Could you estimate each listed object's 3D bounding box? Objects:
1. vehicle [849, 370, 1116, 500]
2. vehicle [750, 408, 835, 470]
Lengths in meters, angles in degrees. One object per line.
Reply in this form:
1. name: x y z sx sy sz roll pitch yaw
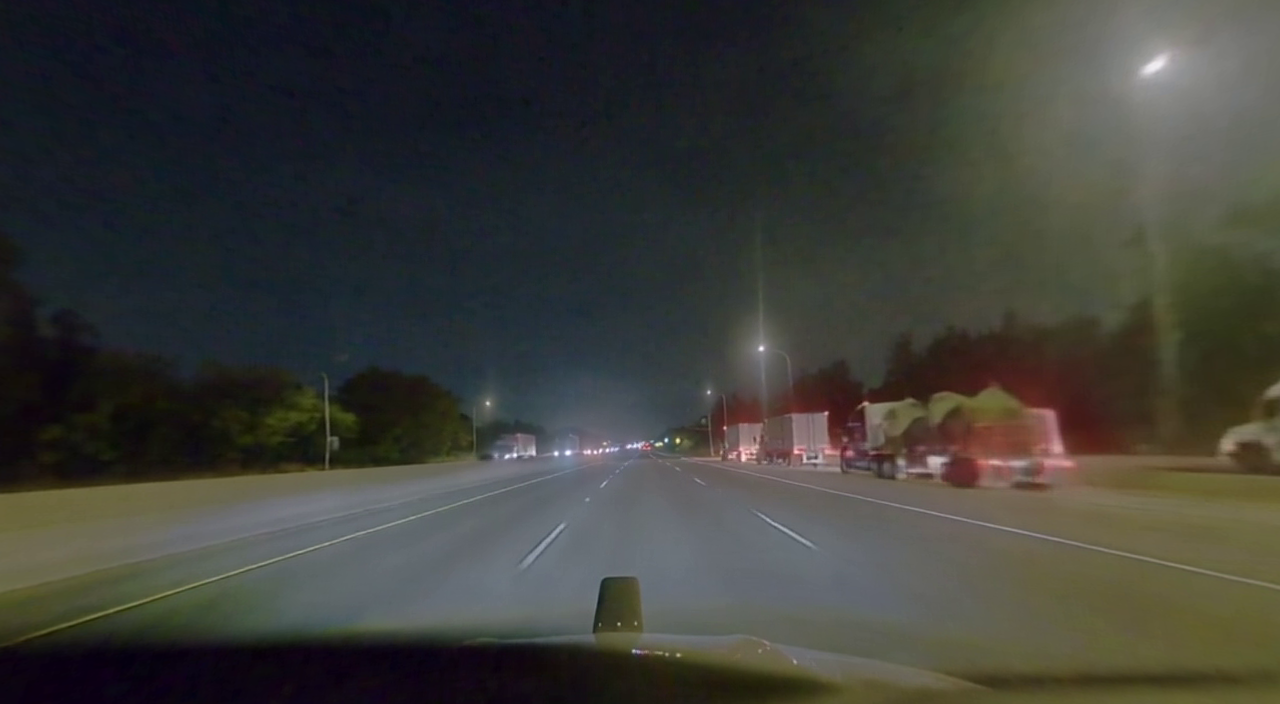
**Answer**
1. vehicle: 11.345 3.183 23.281 2.741 3.505 12.591 0 -9 0
2. vehicle: 11.247 6.787 48.216 2.850 4.038 14.497 0 -9 0
